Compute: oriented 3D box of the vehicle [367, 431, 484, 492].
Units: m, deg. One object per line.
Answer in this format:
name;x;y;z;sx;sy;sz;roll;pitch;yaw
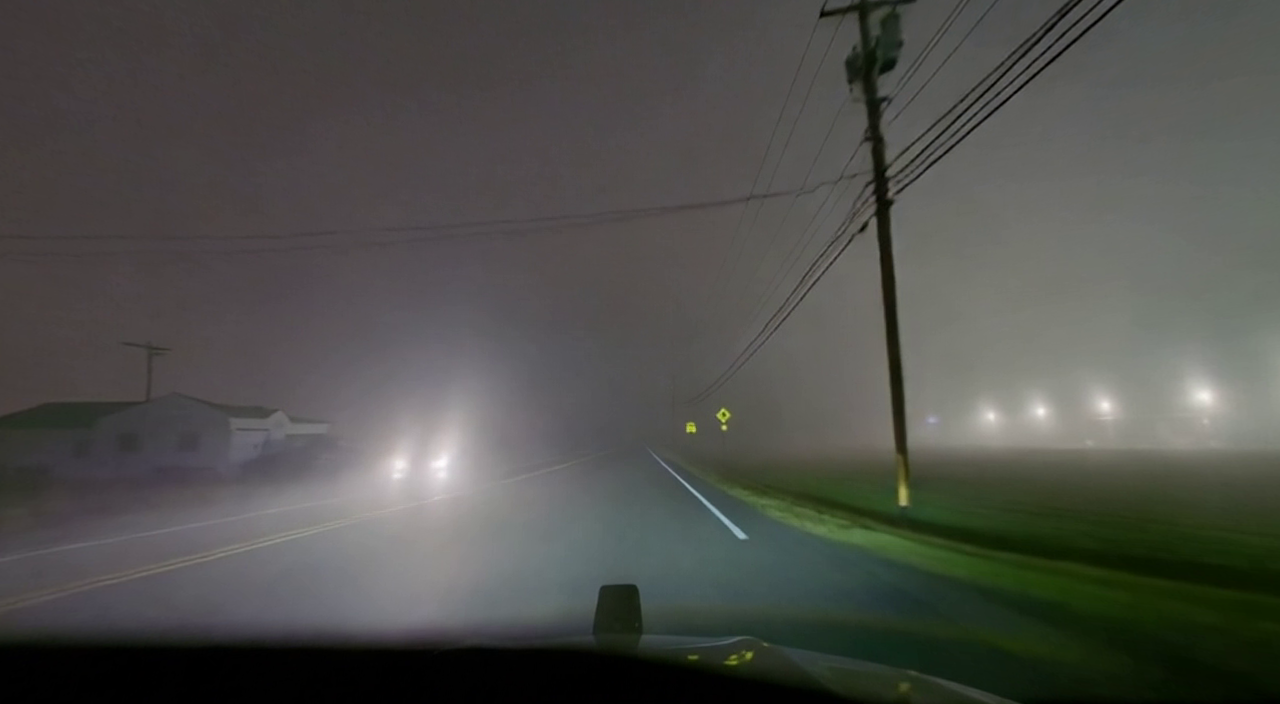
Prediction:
vehicle;-6.613;3.430;20.129;2.113;1.710;4.438;0;-8;1
